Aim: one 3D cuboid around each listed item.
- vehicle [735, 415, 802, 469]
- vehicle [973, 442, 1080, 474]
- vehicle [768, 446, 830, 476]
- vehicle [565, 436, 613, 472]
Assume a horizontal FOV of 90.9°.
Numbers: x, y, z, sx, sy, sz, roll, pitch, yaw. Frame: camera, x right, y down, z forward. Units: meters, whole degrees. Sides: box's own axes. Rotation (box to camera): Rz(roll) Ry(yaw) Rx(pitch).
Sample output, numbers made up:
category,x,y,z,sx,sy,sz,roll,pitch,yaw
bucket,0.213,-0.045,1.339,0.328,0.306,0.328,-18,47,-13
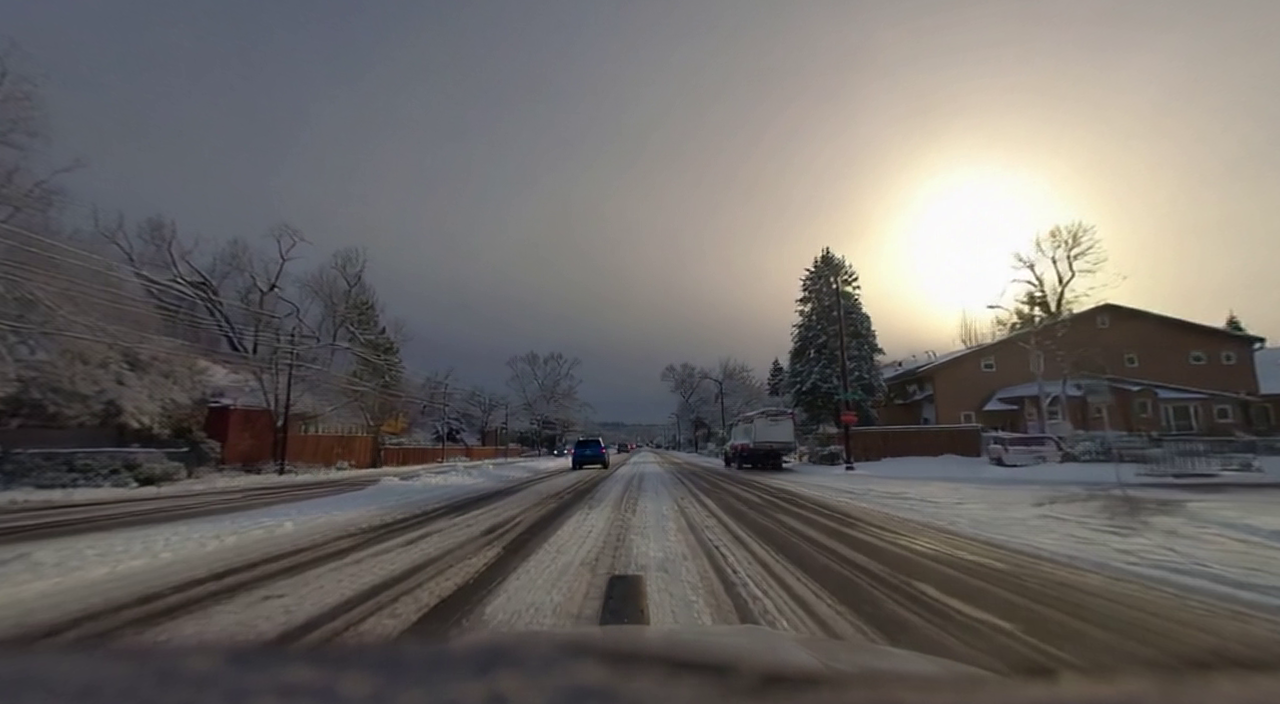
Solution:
category,x,y,z,sx,sy,sz,roll,pitch,yaw
vehicle,8.154,5.829,40.891,3.101,3.161,6.513,0,-8,1
vehicle,19.660,5.364,32.209,1.864,1.523,4.176,5,-10,-30
vehicle,8.118,5.598,32.701,1.976,1.445,4.909,0,-8,0
vehicle,-2.719,5.561,34.634,2.179,1.851,4.756,0,-8,1
